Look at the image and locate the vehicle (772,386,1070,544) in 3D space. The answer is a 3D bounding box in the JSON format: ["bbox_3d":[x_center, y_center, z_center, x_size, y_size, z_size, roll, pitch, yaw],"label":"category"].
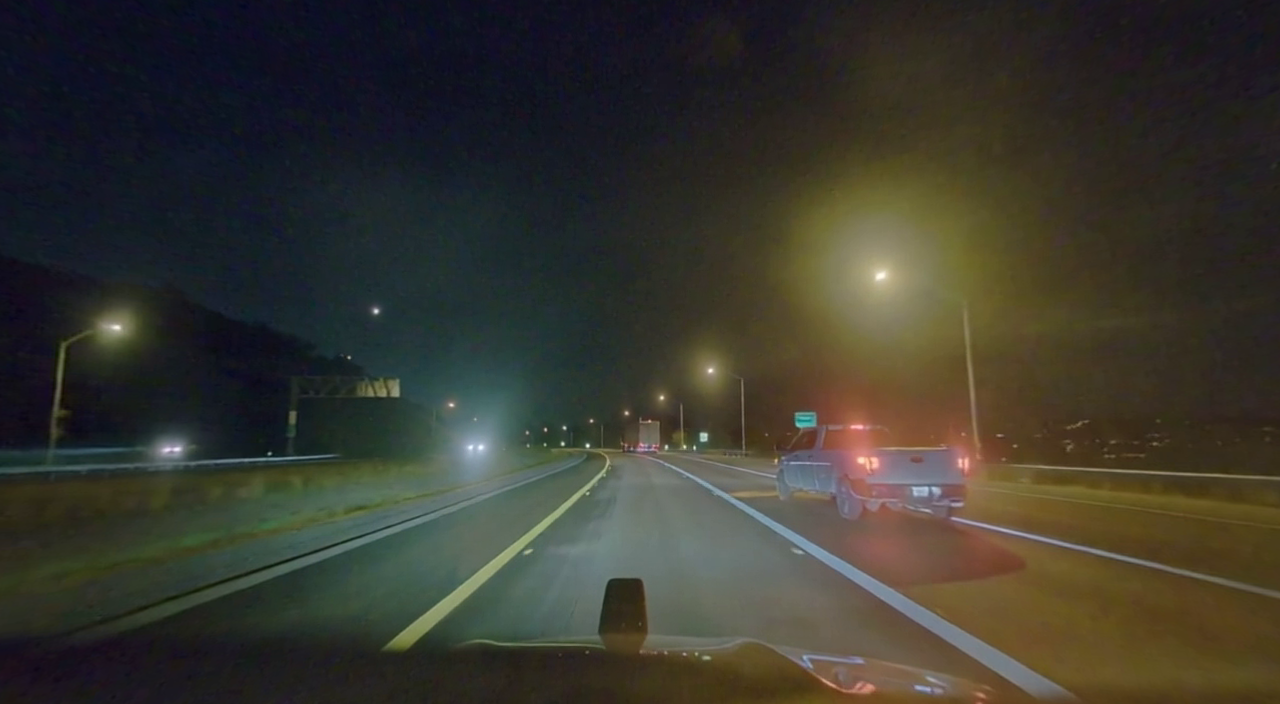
[{"bbox_3d":[4.117,1.819,10.789,2.383,1.959,5.669,0,-8,-1],"label":"vehicle"}]
